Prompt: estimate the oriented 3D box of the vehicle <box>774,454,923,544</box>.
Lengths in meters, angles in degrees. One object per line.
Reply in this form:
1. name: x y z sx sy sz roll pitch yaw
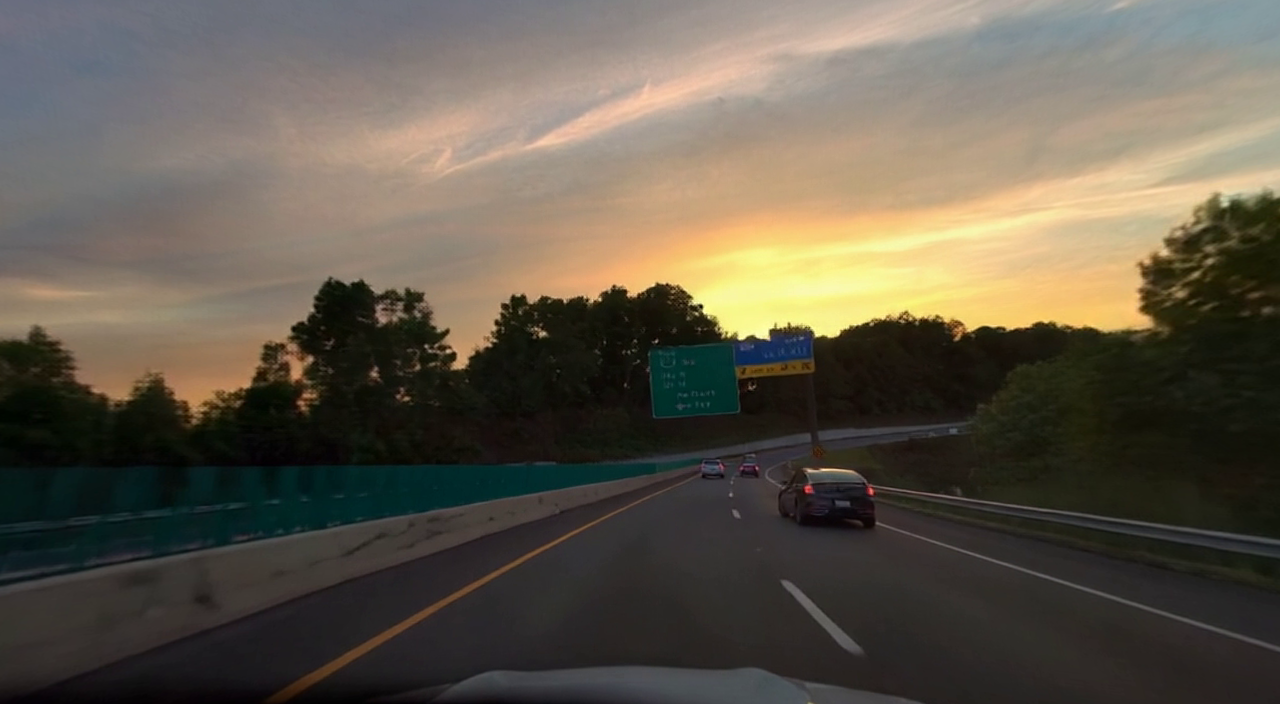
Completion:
1. vehicle: 4.220 3.058 13.550 2.023 1.593 4.105 0 -11 4
